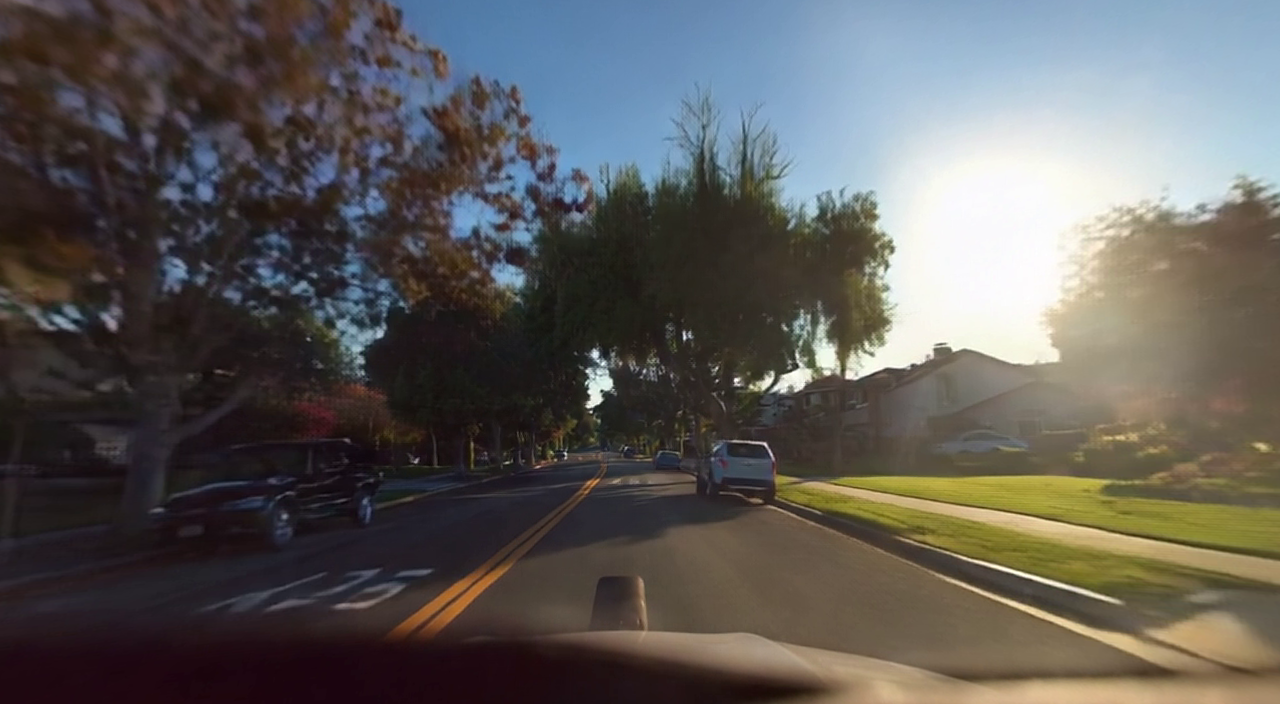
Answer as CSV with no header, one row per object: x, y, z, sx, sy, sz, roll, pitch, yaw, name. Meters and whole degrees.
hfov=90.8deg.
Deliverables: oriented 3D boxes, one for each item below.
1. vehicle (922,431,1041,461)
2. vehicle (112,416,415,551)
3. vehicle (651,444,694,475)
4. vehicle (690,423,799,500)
16.243,4.482,30.213,4.560,1.350,1.882,-1,-8,3,vehicle
-6.123,2.245,11.442,2.102,1.801,5.574,-1,-9,-1,vehicle
1.756,6.041,35.728,1.988,1.618,4.567,0,-8,-3,vehicle
2.532,2.794,16.511,2.007,1.702,4.430,0,-8,-1,vehicle
